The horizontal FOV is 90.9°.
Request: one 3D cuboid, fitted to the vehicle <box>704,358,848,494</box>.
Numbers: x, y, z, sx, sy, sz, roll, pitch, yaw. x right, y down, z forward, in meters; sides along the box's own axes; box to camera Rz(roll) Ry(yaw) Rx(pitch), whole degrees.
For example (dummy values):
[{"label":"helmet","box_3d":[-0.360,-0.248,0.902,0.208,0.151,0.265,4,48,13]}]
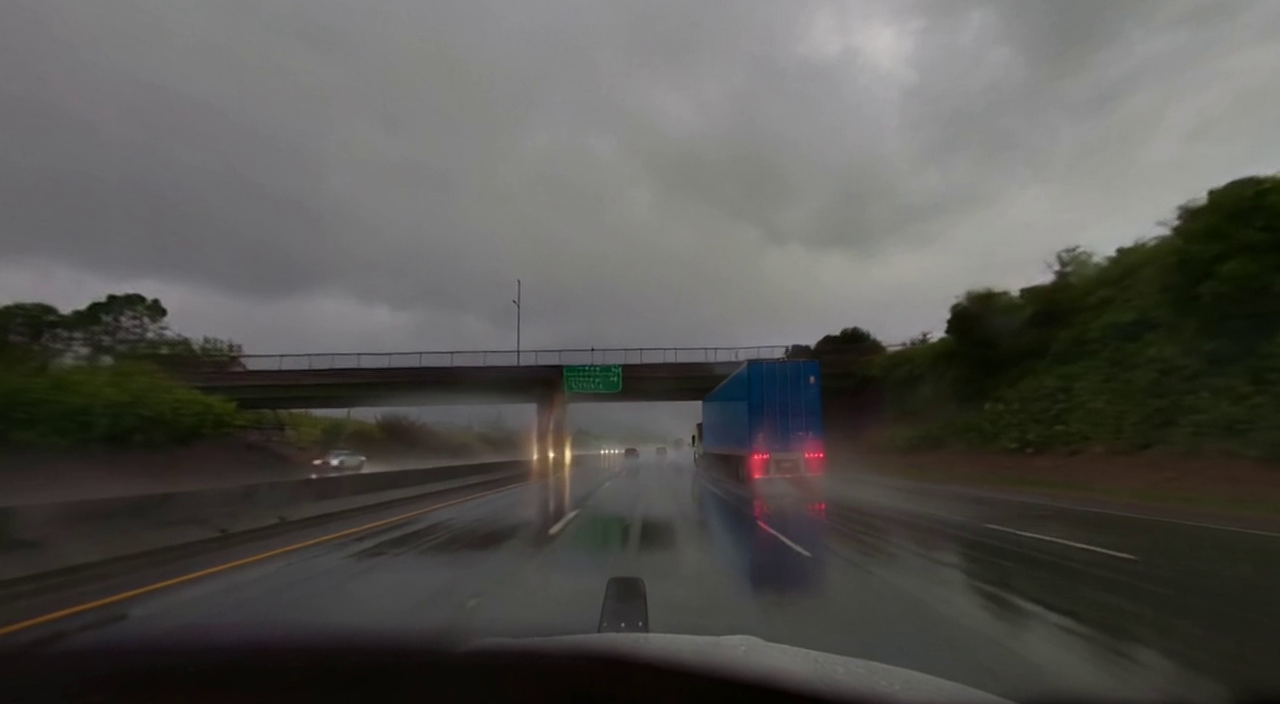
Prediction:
[{"label":"vehicle","box_3d":[4.754,3.287,25.961,2.825,4.054,14.210,0,-9,0]}]
